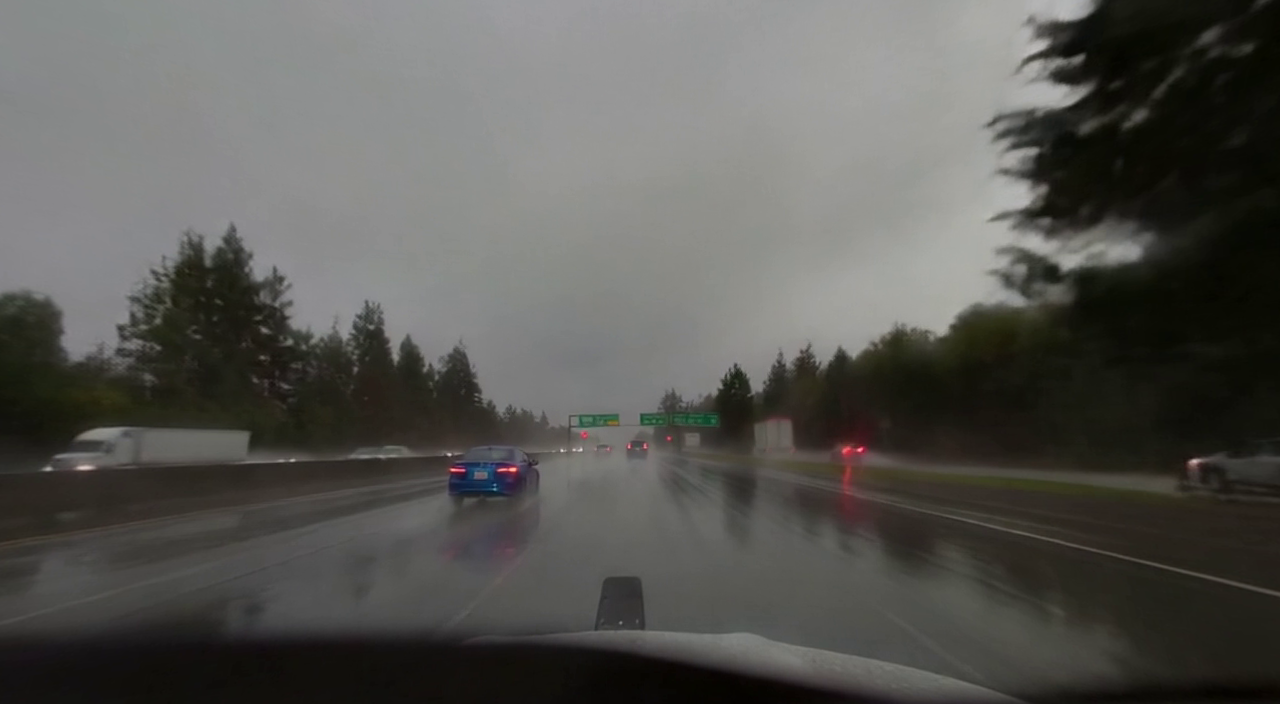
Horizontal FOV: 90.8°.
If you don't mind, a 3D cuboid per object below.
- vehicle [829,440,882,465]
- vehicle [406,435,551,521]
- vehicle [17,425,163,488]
[{"bbox_3d":[15.740,7.390,46.528,2.081,1.707,4.756,0,-9,-2],"label":"vehicle"},{"bbox_3d":[-3.266,2.645,13.714,2.020,1.554,4.137,0,-9,0],"label":"vehicle"},{"bbox_3d":[-38.767,7.373,45.103,3.070,4.029,8.396,0,-9,-3],"label":"vehicle"}]
